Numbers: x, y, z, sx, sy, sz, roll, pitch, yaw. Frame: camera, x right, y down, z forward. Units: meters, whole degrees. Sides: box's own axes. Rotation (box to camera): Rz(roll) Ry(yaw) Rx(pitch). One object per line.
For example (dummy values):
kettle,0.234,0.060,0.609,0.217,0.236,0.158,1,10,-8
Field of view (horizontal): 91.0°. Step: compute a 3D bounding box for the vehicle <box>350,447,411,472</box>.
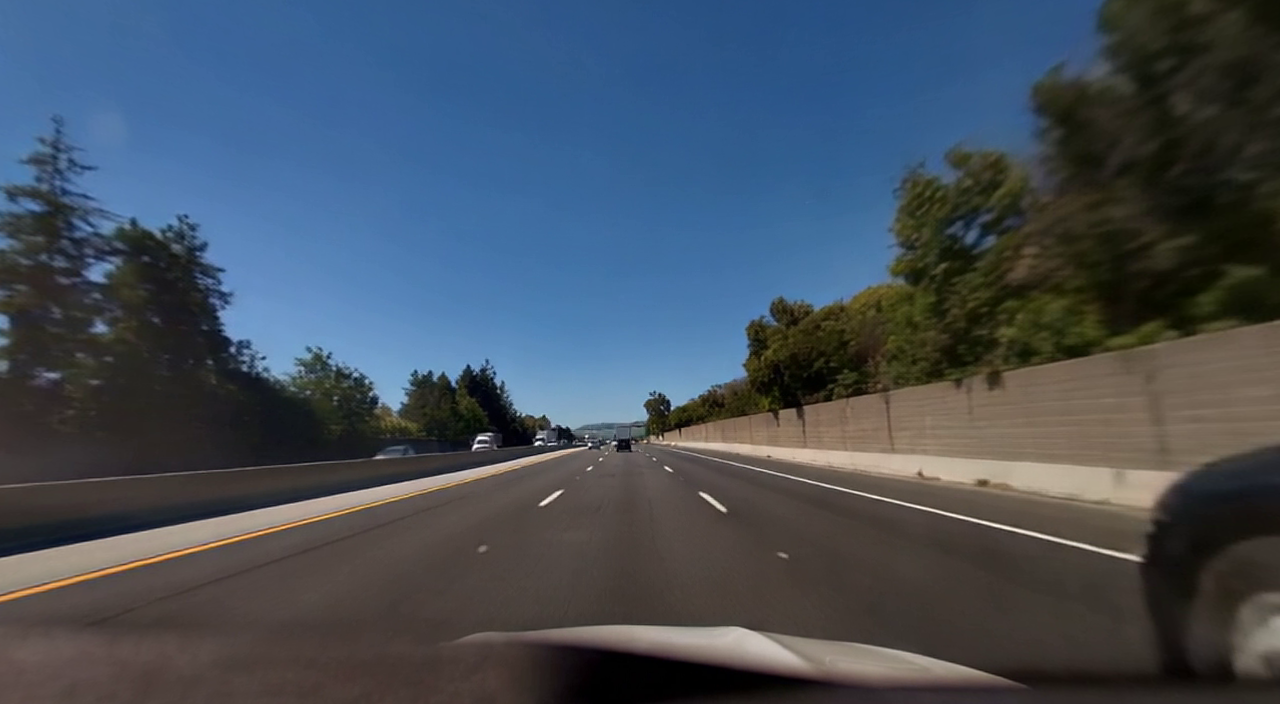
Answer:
vehicle,-16.587,6.891,40.552,2.035,1.457,4.716,0,-8,-1
